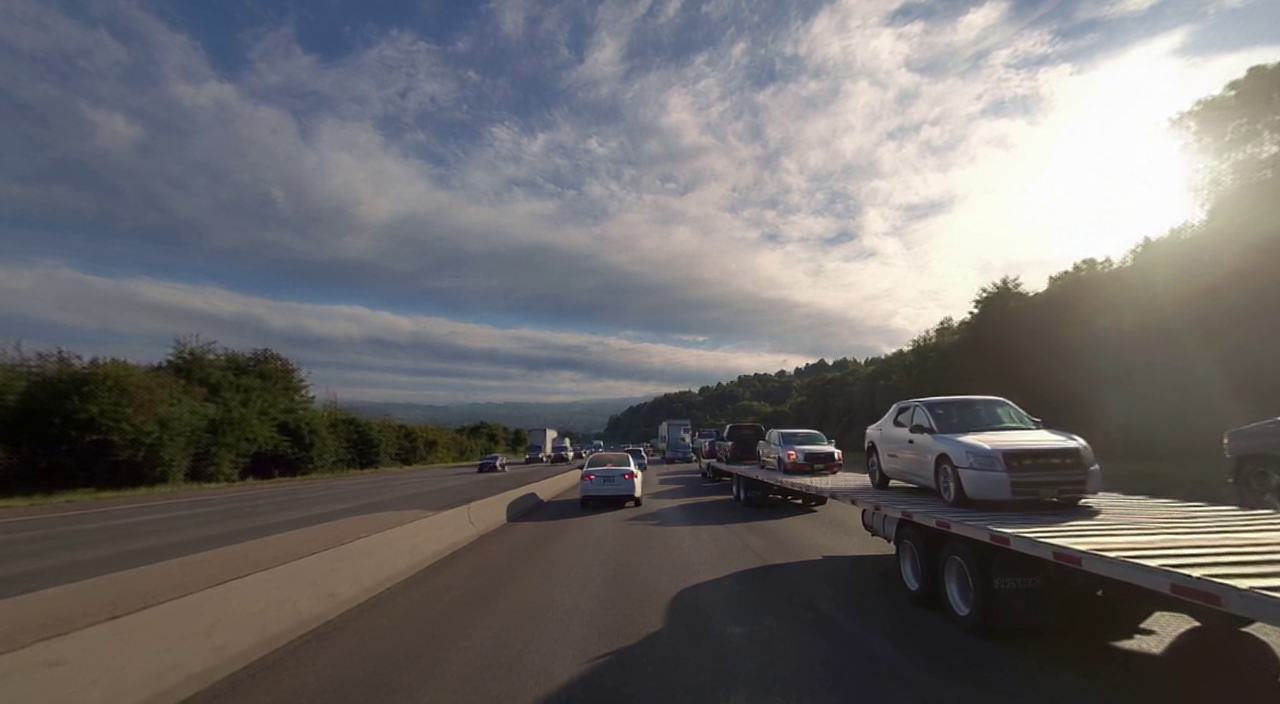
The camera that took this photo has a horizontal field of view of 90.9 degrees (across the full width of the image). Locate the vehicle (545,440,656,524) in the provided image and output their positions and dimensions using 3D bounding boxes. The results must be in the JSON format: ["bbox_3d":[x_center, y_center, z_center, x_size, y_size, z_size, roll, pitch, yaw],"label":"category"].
[{"bbox_3d":[-0.695,2.627,13.183,1.991,1.466,3.675,0,-9,0],"label":"vehicle"}]

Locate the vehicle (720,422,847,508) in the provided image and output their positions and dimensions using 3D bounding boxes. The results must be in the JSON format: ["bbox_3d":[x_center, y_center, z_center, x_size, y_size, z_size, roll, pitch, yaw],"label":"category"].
[{"bbox_3d":[3.429,2.812,15.991,2.303,1.889,3.920,0,-9,0],"label":"vehicle"}]

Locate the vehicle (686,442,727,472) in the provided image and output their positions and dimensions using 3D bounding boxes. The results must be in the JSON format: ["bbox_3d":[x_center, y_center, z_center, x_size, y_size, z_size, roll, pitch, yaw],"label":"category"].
[{"bbox_3d":[3.887,6.210,37.473,1.938,1.660,4.223,0,-9,-1],"label":"vehicle"}]

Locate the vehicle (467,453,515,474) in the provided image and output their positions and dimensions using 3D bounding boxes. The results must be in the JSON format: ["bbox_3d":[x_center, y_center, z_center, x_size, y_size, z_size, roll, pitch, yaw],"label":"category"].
[{"bbox_3d":[-11.580,8.720,49.375,2.431,1.508,4.935,0,-9,1],"label":"vehicle"}]

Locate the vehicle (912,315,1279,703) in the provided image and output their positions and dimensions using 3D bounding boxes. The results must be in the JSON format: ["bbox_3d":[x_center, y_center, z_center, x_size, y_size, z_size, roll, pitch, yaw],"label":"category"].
[{"bbox_3d":[3.482,0.911,3.452,1.959,1.783,4.407,0,-9,0],"label":"vehicle"}]
